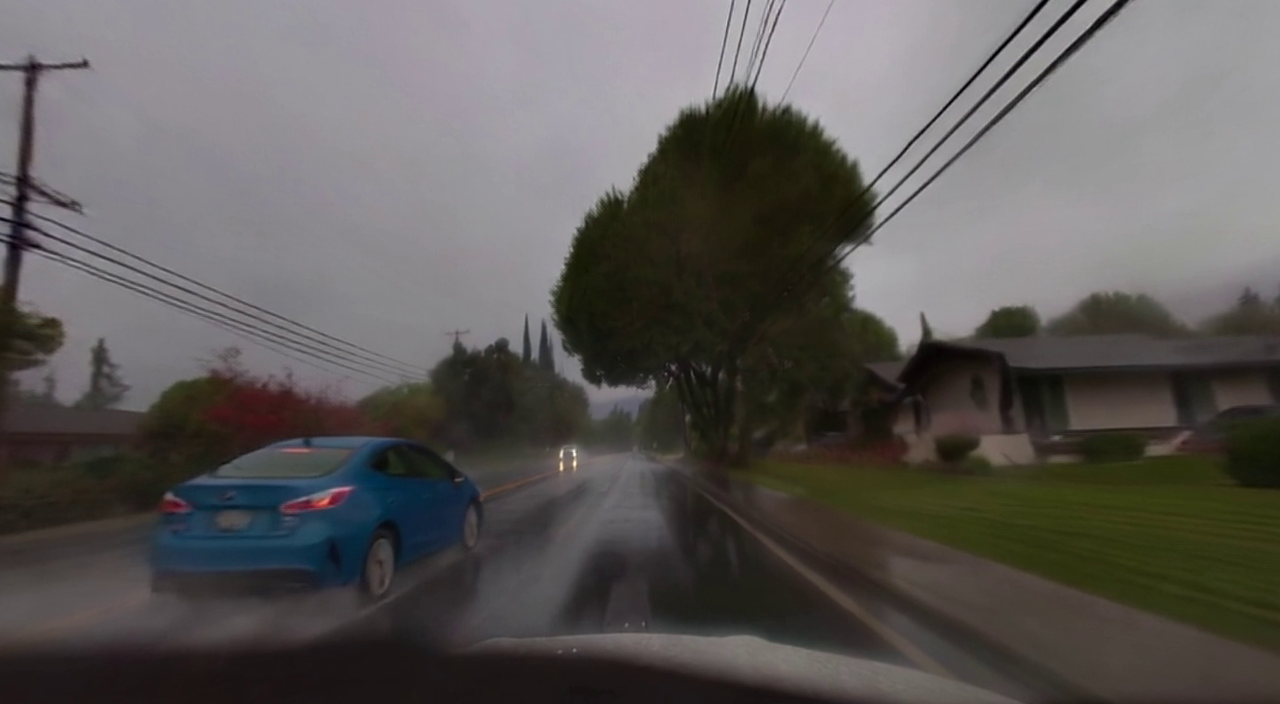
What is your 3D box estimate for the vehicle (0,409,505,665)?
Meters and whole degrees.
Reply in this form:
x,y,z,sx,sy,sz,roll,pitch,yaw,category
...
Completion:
x,y,z,sx,sy,sz,roll,pitch,yaw,category
-3.037,1.492,6.388,2.085,1.512,5.023,0,-9,2,vehicle
